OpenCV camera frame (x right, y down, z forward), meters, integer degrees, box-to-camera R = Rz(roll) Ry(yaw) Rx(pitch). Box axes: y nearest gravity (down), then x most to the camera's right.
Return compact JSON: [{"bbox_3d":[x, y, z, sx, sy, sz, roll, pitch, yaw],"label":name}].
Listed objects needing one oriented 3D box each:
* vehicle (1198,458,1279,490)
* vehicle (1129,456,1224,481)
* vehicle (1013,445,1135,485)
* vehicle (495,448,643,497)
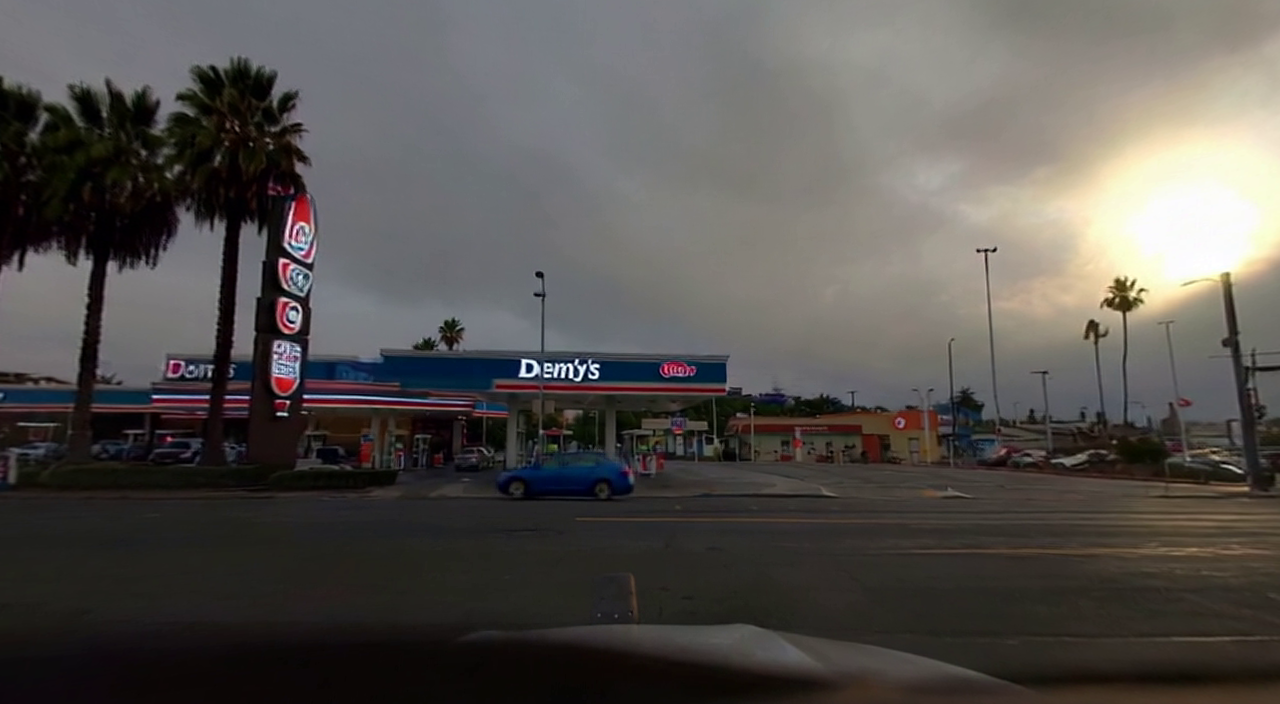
[{"bbox_3d":[32.514,6.380,33.229,2.074,1.480,4.369,1,-9,-5],"label":"vehicle"},{"bbox_3d":[34.873,7.546,41.232,1.805,1.466,4.641,1,-9,-6],"label":"vehicle"},{"bbox_3d":[22.554,5.842,32.928,4.880,1.754,2.202,0,-5,-5],"label":"vehicle"},{"bbox_3d":[-2.249,3.904,20.626,4.570,1.480,1.873,1,-9,-4],"label":"vehicle"}]
